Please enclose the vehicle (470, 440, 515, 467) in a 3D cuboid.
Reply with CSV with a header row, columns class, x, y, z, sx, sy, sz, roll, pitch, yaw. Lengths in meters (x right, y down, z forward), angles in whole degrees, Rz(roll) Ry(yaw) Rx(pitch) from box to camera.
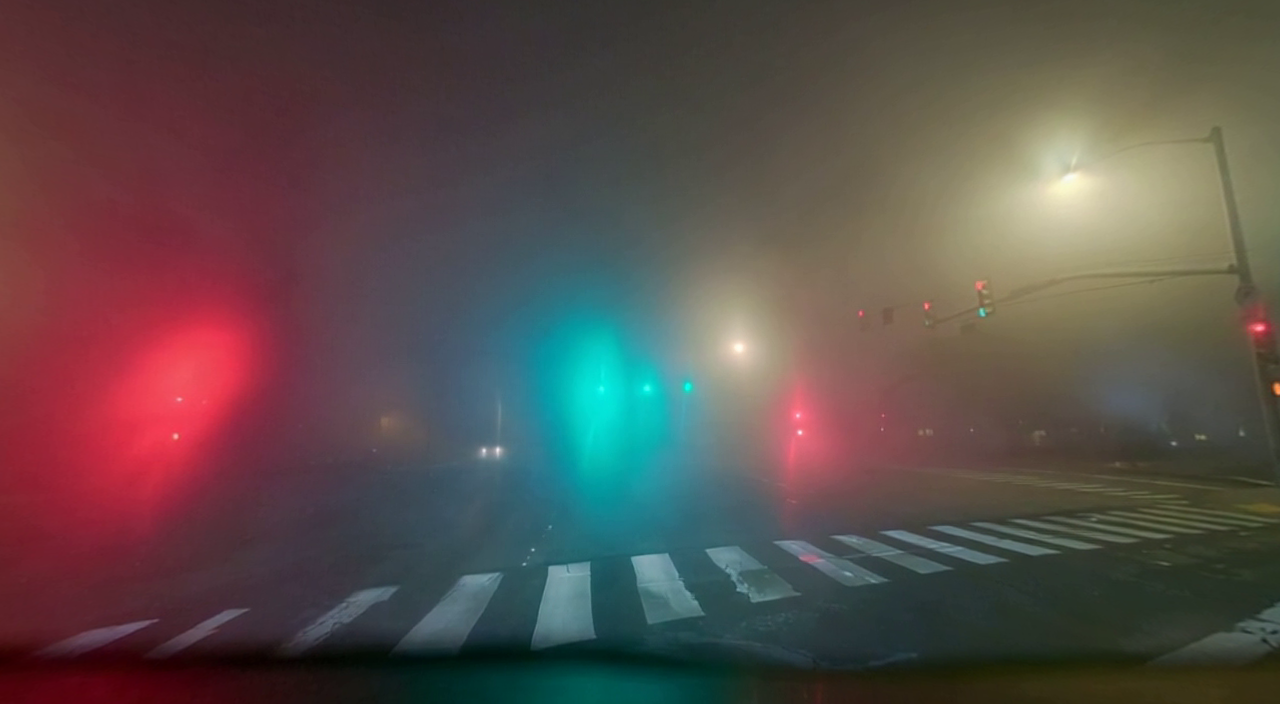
class,x,y,z,sx,sy,sz,roll,pitch,yaw
vehicle,-9.729,6.729,41.976,1.988,1.692,4.412,0,-8,0
